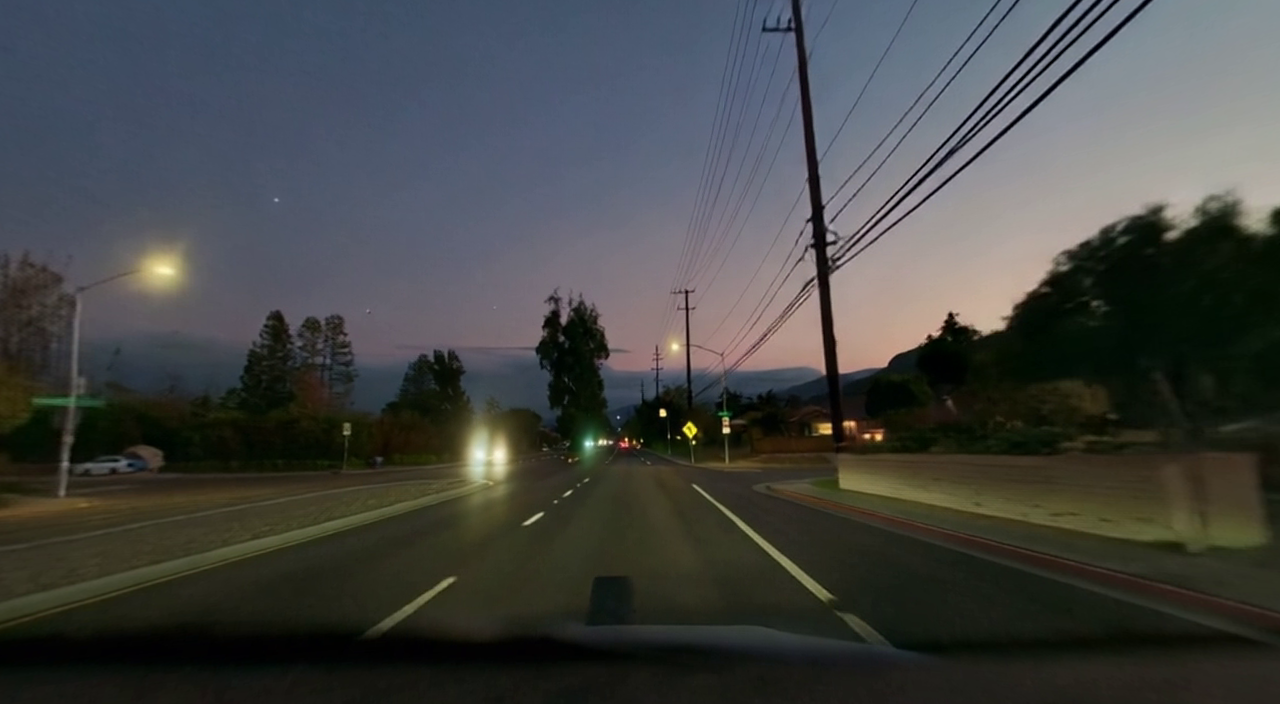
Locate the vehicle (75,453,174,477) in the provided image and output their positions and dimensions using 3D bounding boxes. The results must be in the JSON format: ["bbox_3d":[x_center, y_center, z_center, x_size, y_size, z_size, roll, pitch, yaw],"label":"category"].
[{"bbox_3d":[-31.236,6.821,38.364,4.267,1.381,1.786,1,-9,-6],"label":"vehicle"}]
